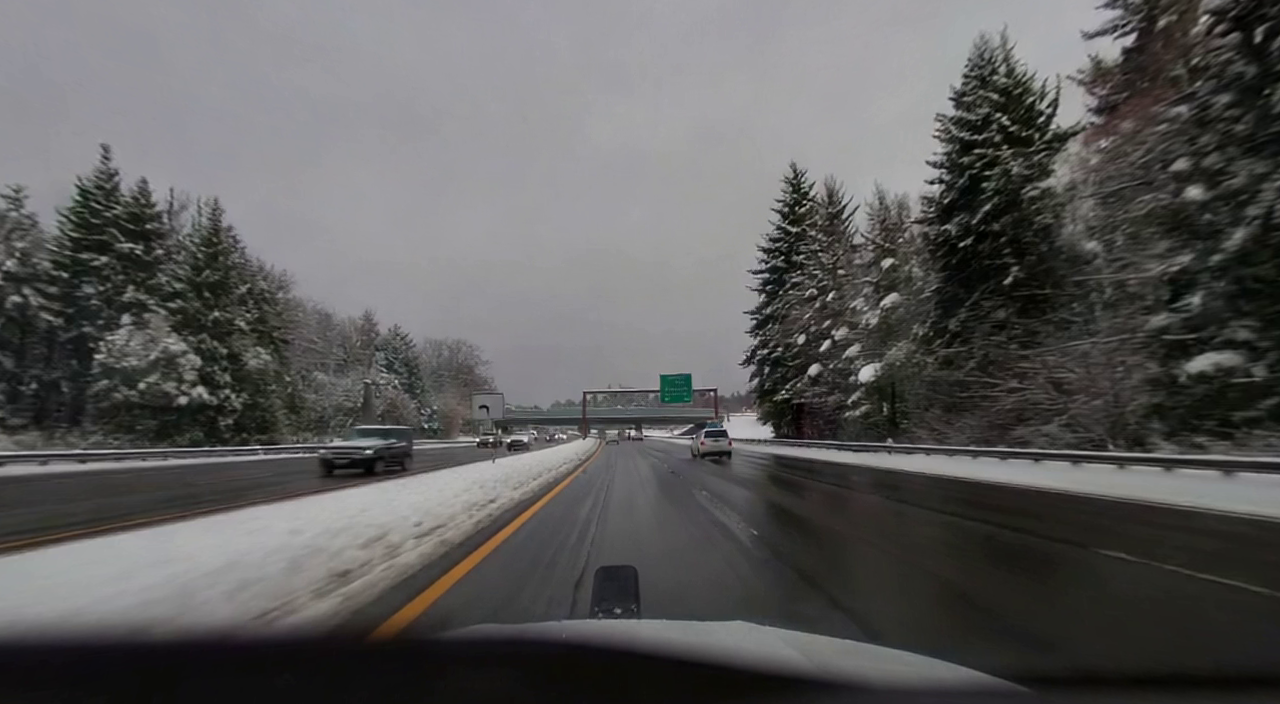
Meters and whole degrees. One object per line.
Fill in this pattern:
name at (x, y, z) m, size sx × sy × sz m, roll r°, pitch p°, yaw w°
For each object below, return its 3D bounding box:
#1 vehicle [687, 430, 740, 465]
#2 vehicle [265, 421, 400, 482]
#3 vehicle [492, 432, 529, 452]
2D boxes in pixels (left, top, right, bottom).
vehicle at (3.497, 4.592, 30.672) m, size 1.938 × 1.578 × 3.764 m, roll 0°, pitch -8°, yaw -3°
vehicle at (-8.902, 2.891, 18.738) m, size 1.912 × 1.586 × 4.228 m, roll 0°, pitch -8°, yaw -1°
vehicle at (-9.854, 6.909, 48.342) m, size 1.987 × 1.445 × 4.485 m, roll 0°, pitch -8°, yaw -2°
